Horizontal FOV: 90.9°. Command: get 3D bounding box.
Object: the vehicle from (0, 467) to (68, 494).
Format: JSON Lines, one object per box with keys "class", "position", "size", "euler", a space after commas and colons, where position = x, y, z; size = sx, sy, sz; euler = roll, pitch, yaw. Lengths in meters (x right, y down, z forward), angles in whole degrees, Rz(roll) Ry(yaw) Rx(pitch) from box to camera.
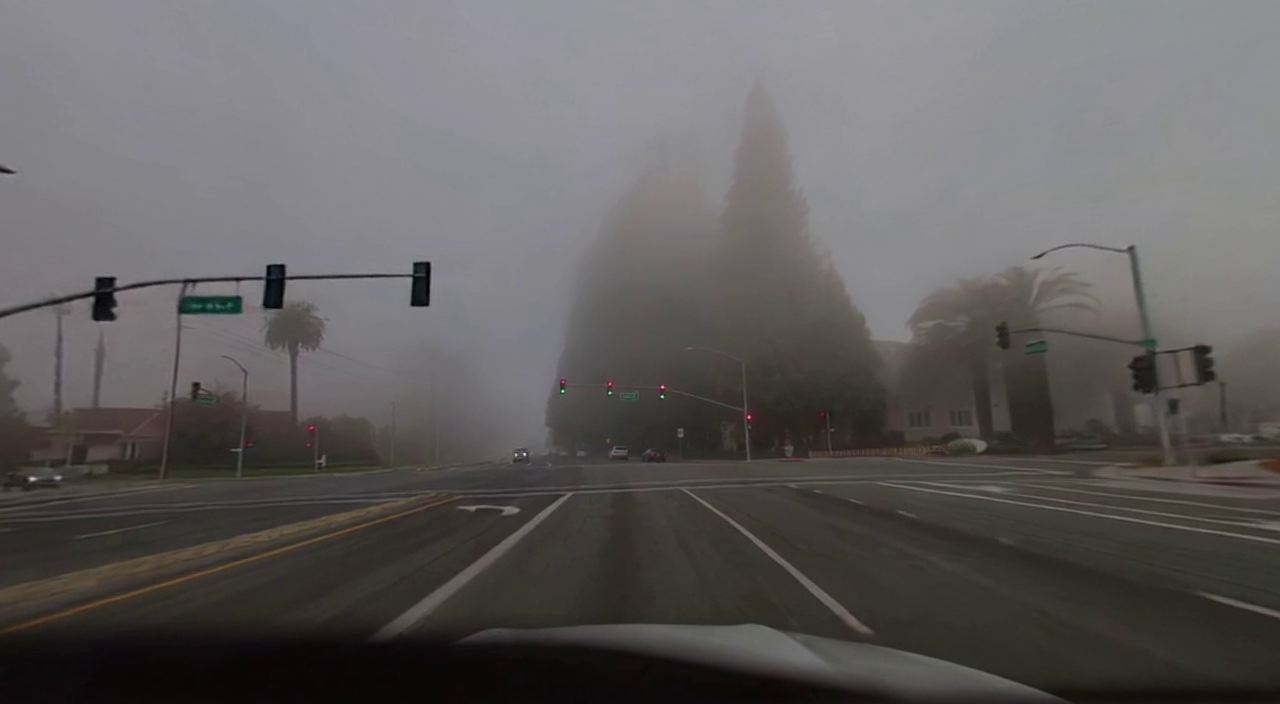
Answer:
{"class": "vehicle", "position": [-41.575, 8.581, 42.165], "size": [4.650, 1.604, 2.011], "euler": [-1, -8, 2]}
